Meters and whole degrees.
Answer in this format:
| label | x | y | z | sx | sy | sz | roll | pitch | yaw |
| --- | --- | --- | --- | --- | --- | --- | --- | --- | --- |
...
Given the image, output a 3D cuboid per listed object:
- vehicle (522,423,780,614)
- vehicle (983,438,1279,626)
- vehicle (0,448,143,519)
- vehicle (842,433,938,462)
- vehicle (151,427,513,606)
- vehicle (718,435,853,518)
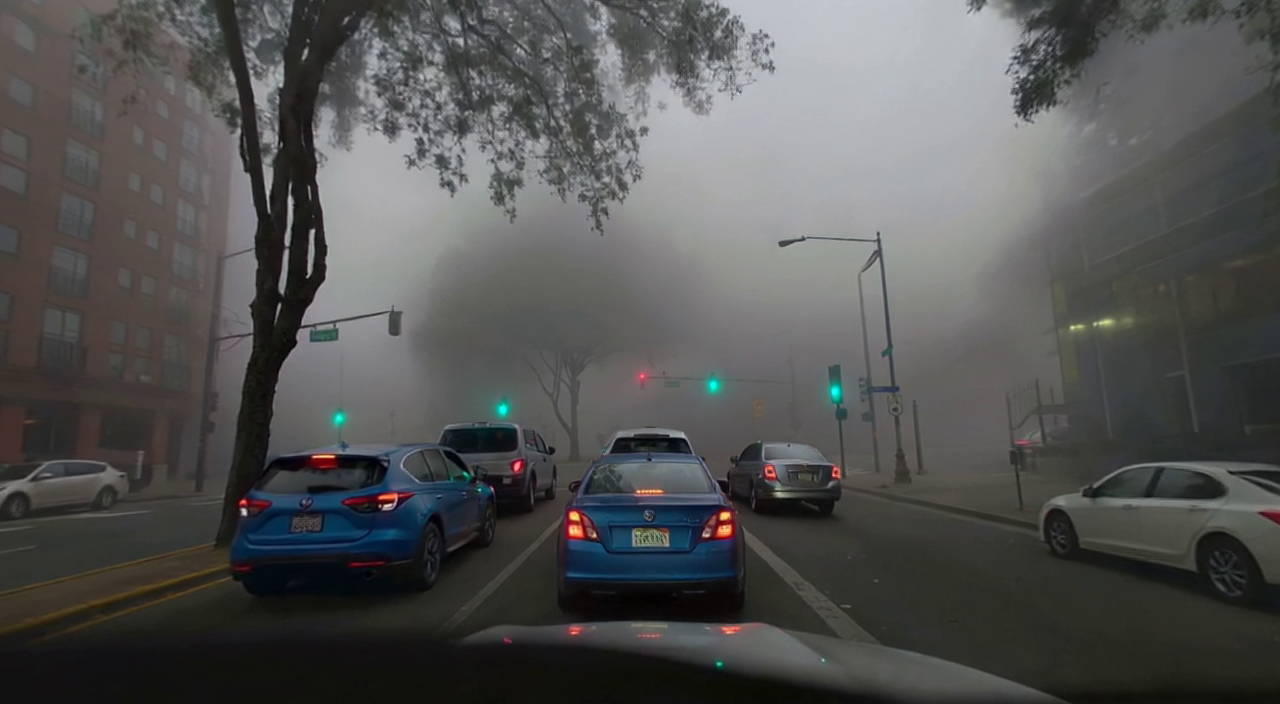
| label | x | y | z | sx | sy | sz | roll | pitch | yaw |
| --- | --- | --- | --- | --- | --- | --- | --- | --- | --- |
| vehicle | 0.081 | 1.589 | 6.822 | 2.022 | 1.481 | 3.564 | 0 | -9 | 0 |
| vehicle | 5.964 | 1.701 | 6.877 | 1.873 | 1.453 | 4.579 | 0 | -9 | 0 |
| vehicle | -16.237 | 3.442 | 17.004 | 1.914 | 1.690 | 4.461 | 0 | -9 | 1 |
| vehicle | 16.359 | 6.268 | 41.510 | 5.345 | 1.811 | 2.175 | 0 | -9 | -1 |
| vehicle | -3.011 | 1.698 | 7.406 | 2.131 | 1.486 | 4.089 | 0 | -9 | 1 |
| vehicle | 2.981 | 2.632 | 13.843 | 2.018 | 1.529 | 3.880 | 0 | -9 | 0 |
